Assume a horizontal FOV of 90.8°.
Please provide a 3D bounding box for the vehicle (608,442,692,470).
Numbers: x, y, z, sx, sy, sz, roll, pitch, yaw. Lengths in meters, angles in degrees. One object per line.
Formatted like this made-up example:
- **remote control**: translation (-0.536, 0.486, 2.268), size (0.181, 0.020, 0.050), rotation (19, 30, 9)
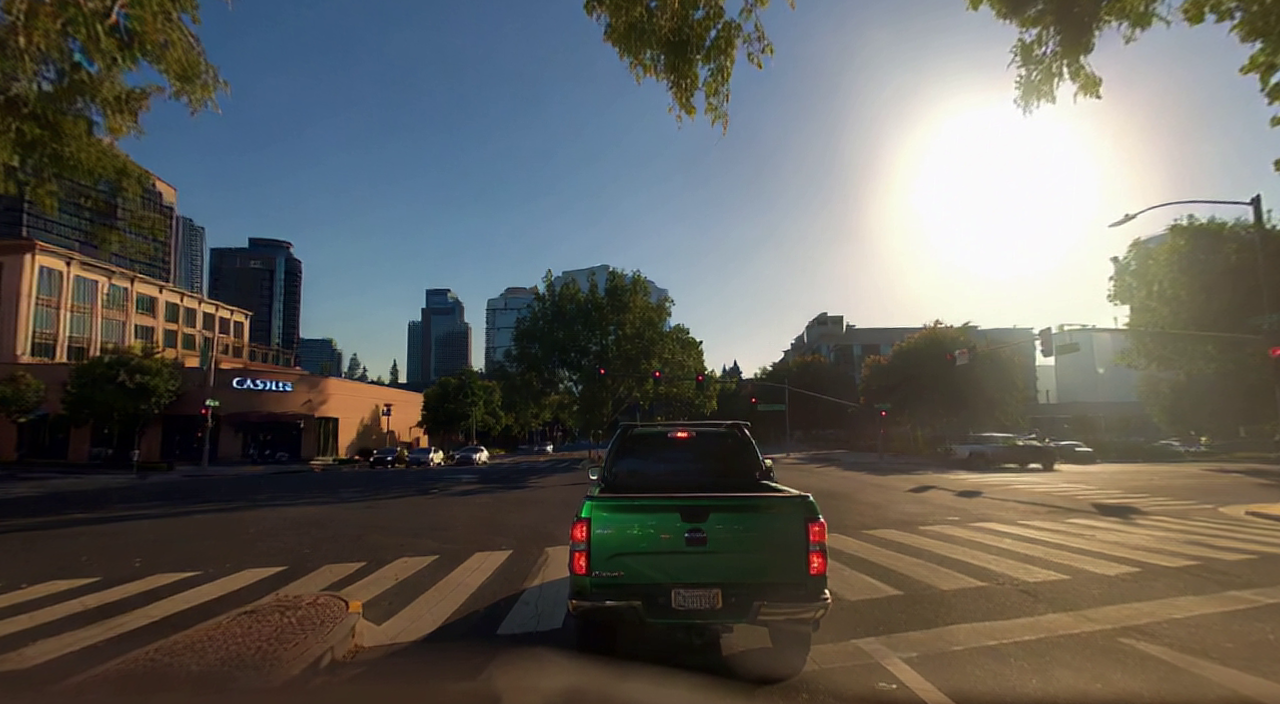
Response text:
- **vehicle**: translation (0.508, 5.682, 34.732), size (4.457, 1.464, 1.879), rotation (-7, -11, 41)

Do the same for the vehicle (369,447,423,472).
- **vehicle**: translation (-16.247, 7.146, 42.252), size (1.883, 1.586, 4.297), rotation (0, -9, 0)

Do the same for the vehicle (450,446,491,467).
- **vehicle**: translation (-12.599, 7.766, 47.093), size (1.946, 1.474, 4.008), rotation (0, -9, 0)

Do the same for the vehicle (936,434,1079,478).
- **vehicle**: translation (17.200, 4.862, 29.666), size (5.667, 1.927, 2.289), rotation (2, -9, -14)
